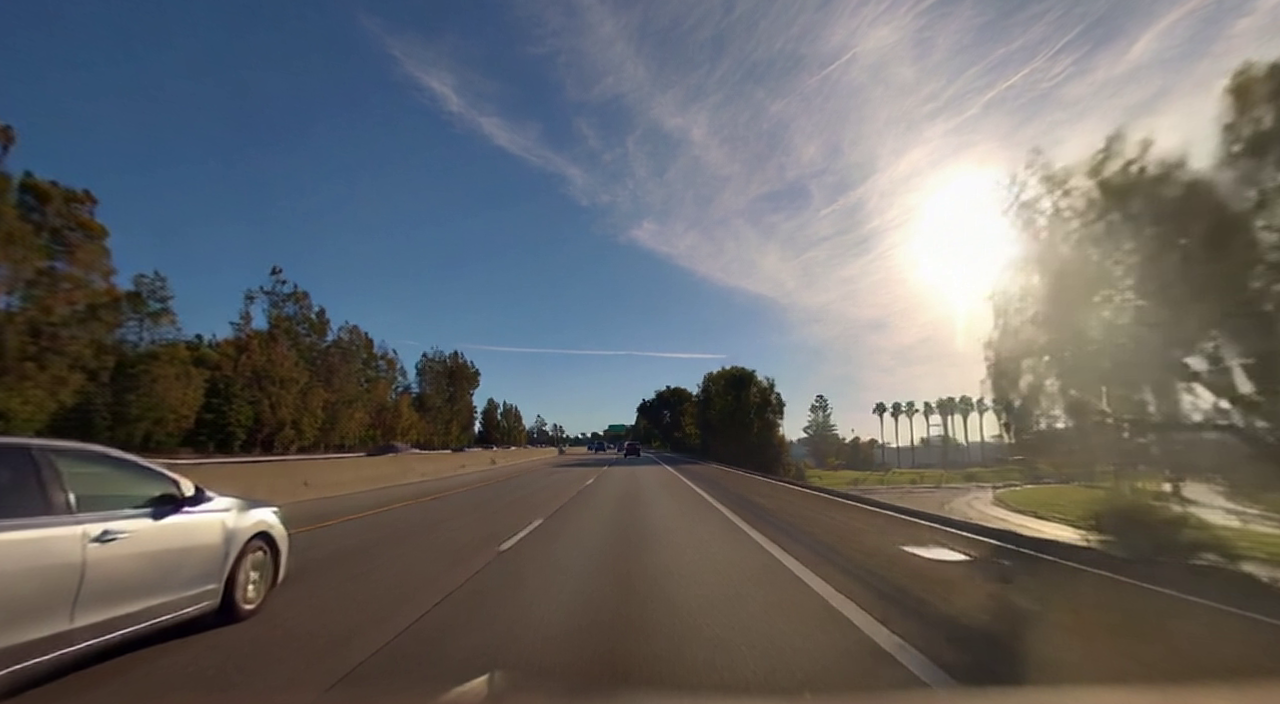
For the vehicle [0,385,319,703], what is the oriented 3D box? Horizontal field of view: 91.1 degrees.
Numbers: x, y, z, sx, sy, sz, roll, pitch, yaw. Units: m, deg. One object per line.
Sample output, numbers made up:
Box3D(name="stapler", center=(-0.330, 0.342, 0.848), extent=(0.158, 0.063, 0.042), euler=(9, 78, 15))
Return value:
Box3D(name="vehicle", center=(-3.836, 0.967, 2.945), extent=(2.092, 1.562, 4.748), euler=(0, -8, 1))
